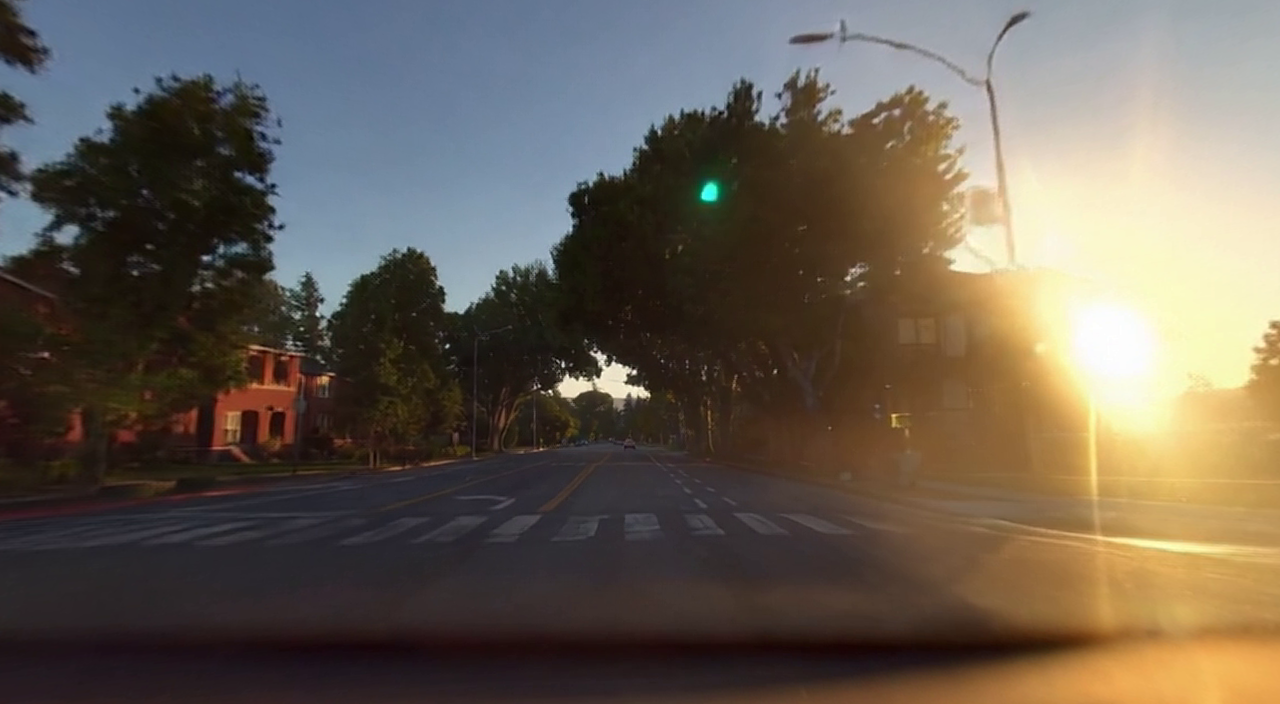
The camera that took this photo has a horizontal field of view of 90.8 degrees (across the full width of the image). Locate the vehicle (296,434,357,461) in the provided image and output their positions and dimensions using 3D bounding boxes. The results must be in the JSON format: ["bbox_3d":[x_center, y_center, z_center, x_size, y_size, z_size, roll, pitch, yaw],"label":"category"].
[{"bbox_3d":[-23.824,7.257,48.300,2.192,1.901,5.889,1,-8,-7],"label":"vehicle"}]
